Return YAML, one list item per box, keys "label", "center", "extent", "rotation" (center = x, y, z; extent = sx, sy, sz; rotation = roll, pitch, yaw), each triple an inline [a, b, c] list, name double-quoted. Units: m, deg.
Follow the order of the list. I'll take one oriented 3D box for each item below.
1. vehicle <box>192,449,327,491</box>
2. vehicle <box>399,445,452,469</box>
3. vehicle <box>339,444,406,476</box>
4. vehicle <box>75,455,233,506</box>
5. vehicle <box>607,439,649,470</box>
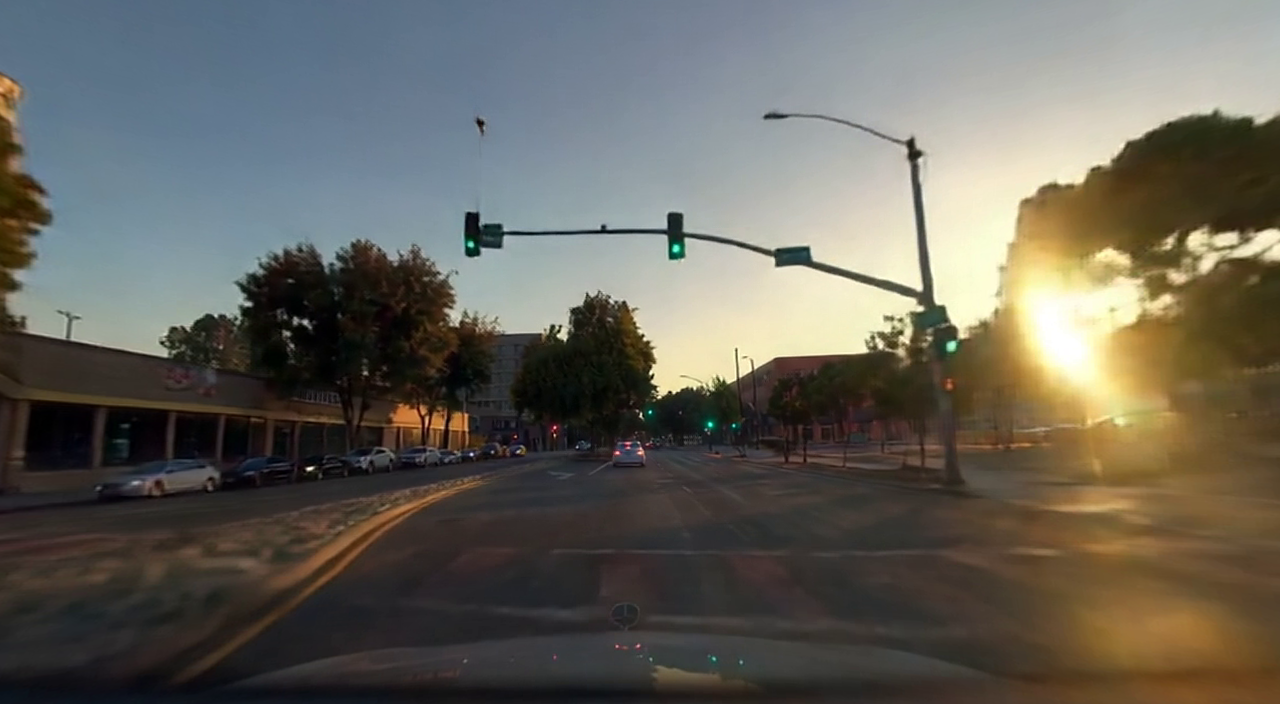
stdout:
- label: "vehicle"
  center: [-15.680, 4.871, 26.468]
  extent: [2.098, 1.524, 5.102]
  rotation: [-1, -9, 6]
- label: "vehicle"
  center: [-15.911, 7.785, 47.156]
  extent: [2.130, 1.692, 4.734]
  rotation: [-1, -9, 2]
- label: "vehicle"
  center: [-15.826, 6.412, 37.570]
  extent: [1.981, 1.755, 4.113]
  rotation: [-1, -9, 3]
- label: "vehicle"
  center: [-15.856, 4.175, 20.996]
  extent: [1.792, 1.413, 4.452]
  rotation: [0, -9, -2]
- label: "vehicle"
  center: [-0.615, 5.335, 33.146]
  extent: [2.045, 1.510, 3.690]
  rotation: [0, -9, -1]
